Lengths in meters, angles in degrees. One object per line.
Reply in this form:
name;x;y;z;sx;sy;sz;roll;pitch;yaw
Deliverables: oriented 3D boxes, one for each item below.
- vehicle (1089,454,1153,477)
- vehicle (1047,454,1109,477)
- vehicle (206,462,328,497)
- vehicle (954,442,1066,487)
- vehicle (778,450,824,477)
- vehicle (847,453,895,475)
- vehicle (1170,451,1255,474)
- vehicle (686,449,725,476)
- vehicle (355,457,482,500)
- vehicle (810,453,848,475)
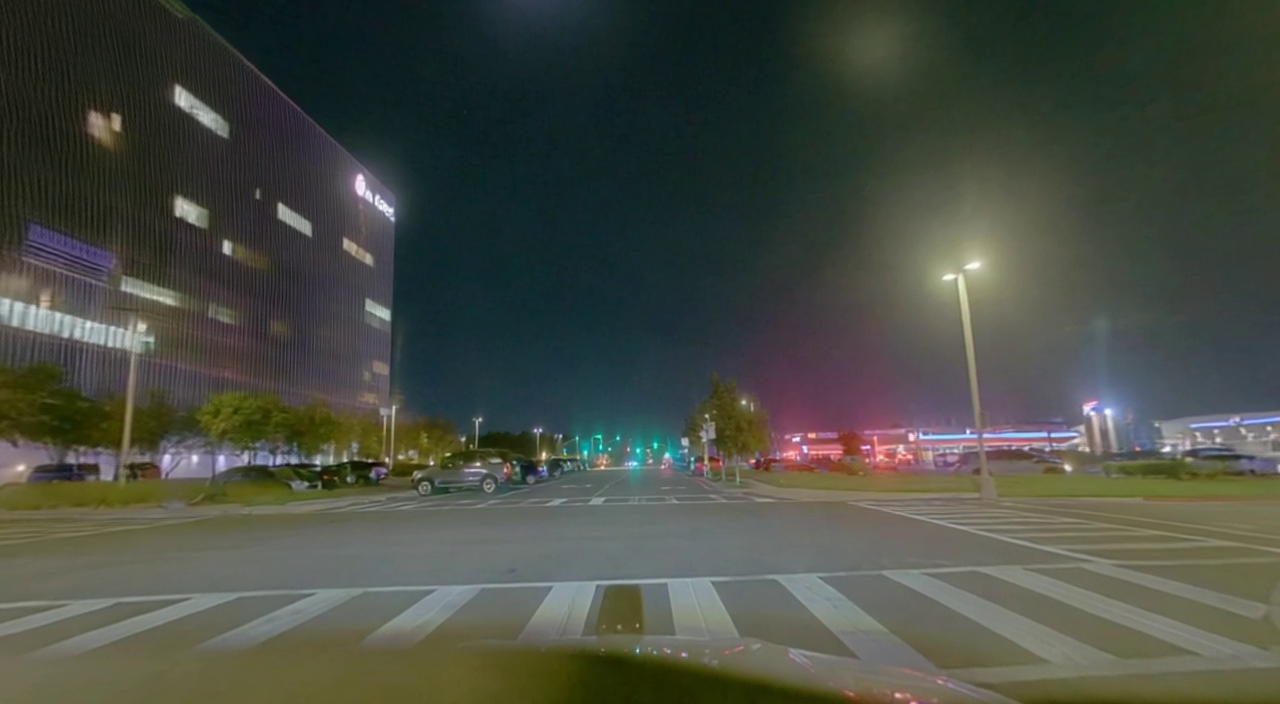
vehicle;31.247;7.358;41.174;1.519;1.371;3.278;0;-8;-1
vehicle;28.290;7.339;40.893;1.495;1.371;3.336;-1;-10;-1
vehicle;-16.662;5.690;28.352;4.331;1.437;1.876;-1;-9;3
vehicle;16.494;5.004;28.566;2.048;1.852;4.998;0;-9;0
vehicle;10.545;7.305;41.689;1.936;1.673;4.305;0;-8;1
vehicle;17.085;8.302;46.917;1.971;1.478;4.477;0;-8;1
vehicle;37.000;7.116;40.971;1.678;1.423;4.191;-1;-9;2
vehicle;4.587;7.871;45.224;2.262;1.794;5.331;0;-8;0
vehicle;-8.698;4.914;24.891;4.442;1.504;1.809;4;-10;-28
vehicle;14.192;8.400;47.591;1.935;1.477;3.719;-1;-9;4
